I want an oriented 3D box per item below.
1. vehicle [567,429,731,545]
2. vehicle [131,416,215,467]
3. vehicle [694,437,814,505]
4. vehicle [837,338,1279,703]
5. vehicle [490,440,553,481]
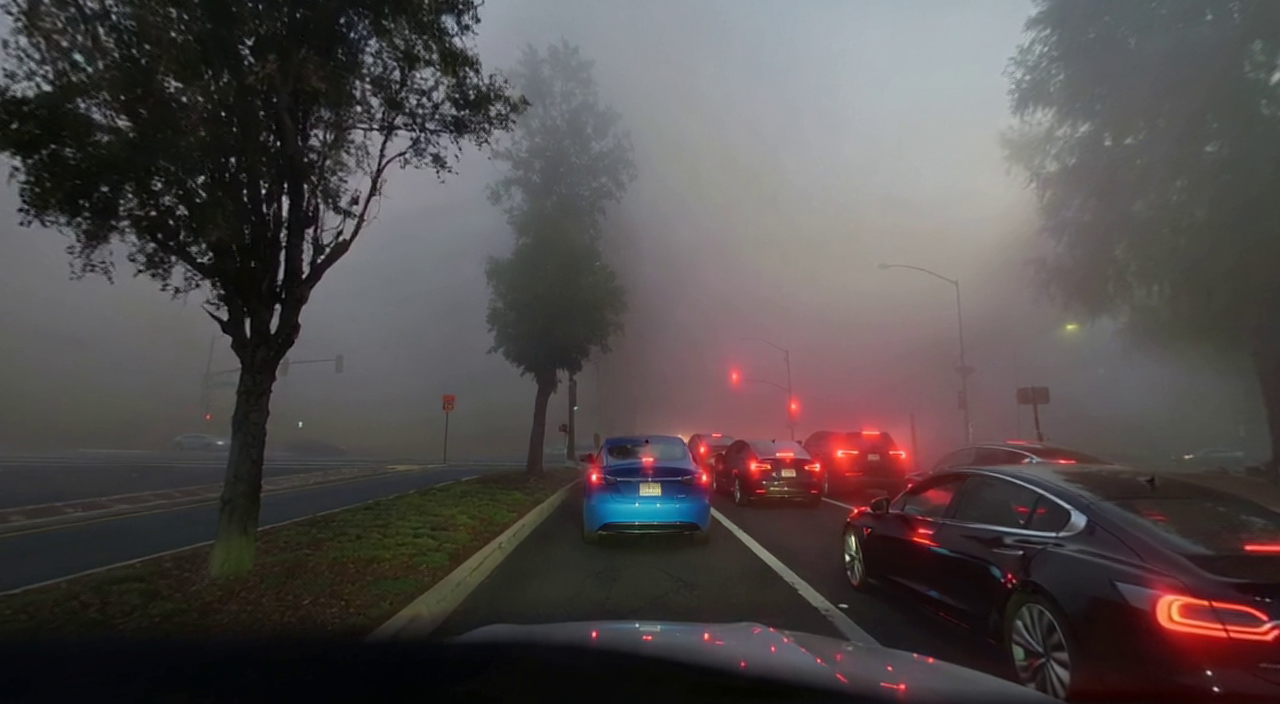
[{"bbox_3d":[0.029,2.087,10.481,2.147,1.499,4.240,0,-8,-2],"label":"vehicle"},{"bbox_3d":[-29.260,5.617,39.706,2.608,2.990,3.026,2,-8,3],"label":"vehicle"},{"bbox_3d":[2.698,2.932,16.037,2.058,1.466,4.208,0,-8,-3],"label":"vehicle"},{"bbox_3d":[3.191,1.106,4.295,2.167,1.676,4.443,0,-8,-1],"label":"vehicle"},{"bbox_3d":[-4.633,4.290,25.273,1.972,1.457,4.171,0,-8,-4],"label":"vehicle"}]
